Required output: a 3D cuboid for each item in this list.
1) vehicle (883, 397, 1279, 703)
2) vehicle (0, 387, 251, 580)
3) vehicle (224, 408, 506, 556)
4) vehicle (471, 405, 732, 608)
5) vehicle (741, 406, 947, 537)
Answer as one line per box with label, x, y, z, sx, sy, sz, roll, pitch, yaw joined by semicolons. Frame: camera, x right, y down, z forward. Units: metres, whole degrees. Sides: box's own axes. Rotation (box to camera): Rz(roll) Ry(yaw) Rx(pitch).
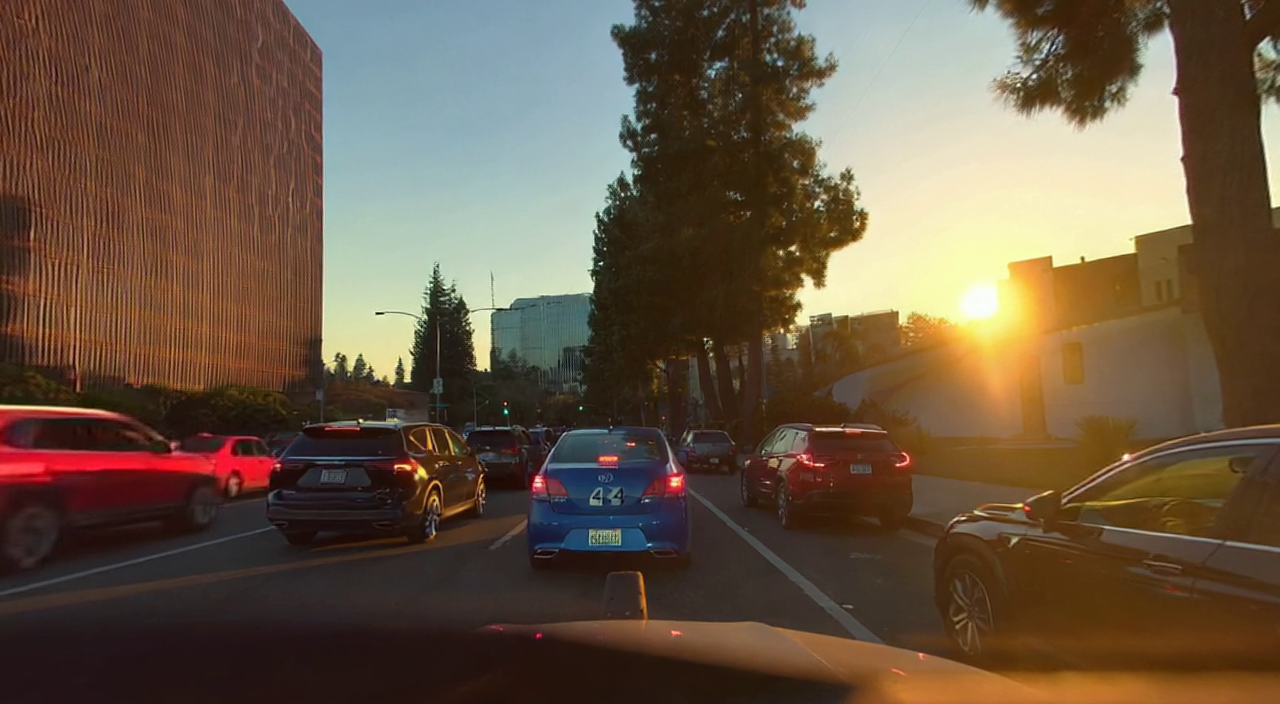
vehicle;3.237;1.071;3.377;2.045;1.459;4.462;0;-8;-1
vehicle;-7.104;1.427;7.186;2.066;1.814;5.097;0;-8;0
vehicle;-3.767;1.887;9.888;2.141;1.718;4.809;0;-8;1
vehicle;-0.357;1.588;7.425;2.114;1.631;4.459;0;-8;-1
vehicle;3.335;2.085;11.538;2.117;1.879;4.715;0;-8;-1
